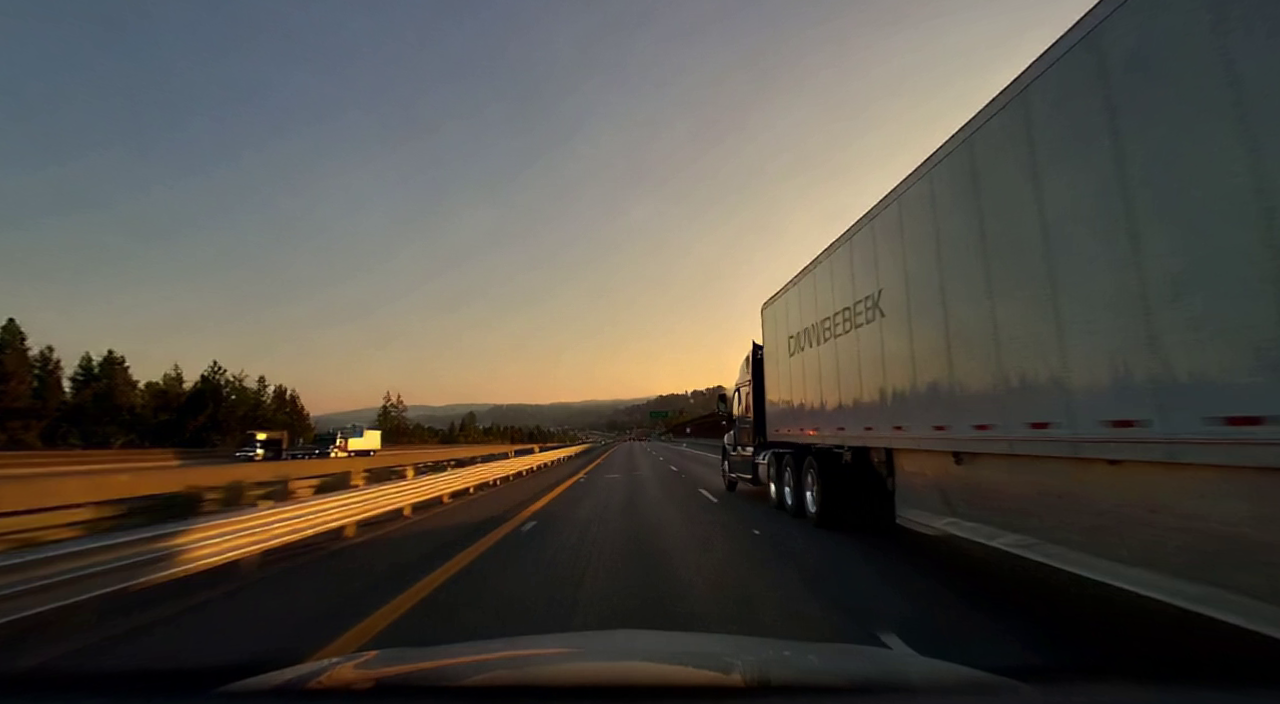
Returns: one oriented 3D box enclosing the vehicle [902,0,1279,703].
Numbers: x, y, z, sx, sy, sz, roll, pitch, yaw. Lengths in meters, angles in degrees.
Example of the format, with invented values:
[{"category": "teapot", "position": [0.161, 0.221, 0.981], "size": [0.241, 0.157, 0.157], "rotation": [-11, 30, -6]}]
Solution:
[{"category": "vehicle", "position": [4.004, -0.665, 1.255], "size": [2.946, 4.135, 8.808], "rotation": [0, -8, -1]}]
